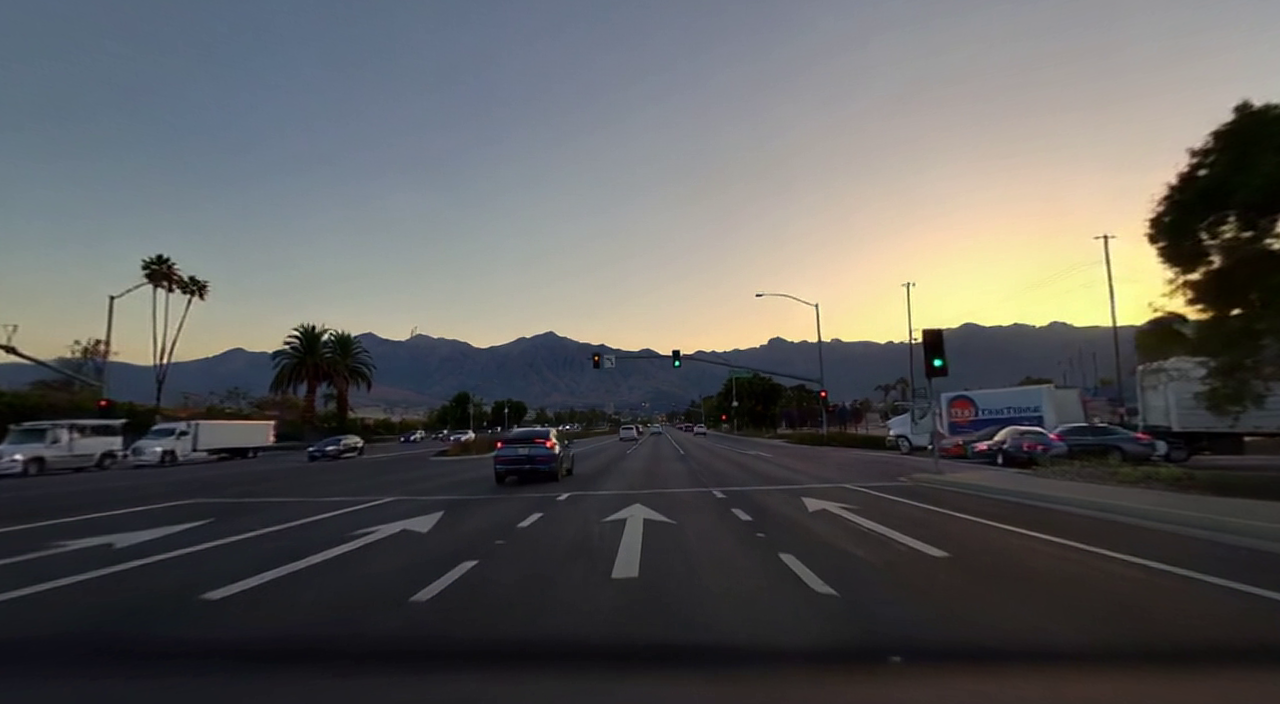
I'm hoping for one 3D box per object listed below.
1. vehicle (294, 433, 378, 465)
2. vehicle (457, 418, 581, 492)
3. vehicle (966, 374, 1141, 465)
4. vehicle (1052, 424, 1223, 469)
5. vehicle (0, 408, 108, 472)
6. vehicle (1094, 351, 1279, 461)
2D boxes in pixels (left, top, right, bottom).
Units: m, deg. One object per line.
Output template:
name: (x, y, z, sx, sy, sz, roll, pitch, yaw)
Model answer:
vehicle: (-15.715, 5.051, 32.772, 1.942, 1.542, 4.576, 0, -9, 2)
vehicle: (-3.061, 2.755, 17.063, 2.287, 1.712, 4.537, 0, -9, 2)
vehicle: (18.454, 3.114, 28.383, 5.512, 3.865, 3.002, 0, -9, 2)
vehicle: (19.208, 3.680, 24.414, 4.769, 1.638, 2.091, 0, -9, 2)
vehicle: (-40.087, 5.810, 41.606, 3.023, 3.885, 6.458, -2, -8, 16)
vehicle: (30.089, 2.463, 27.610, 16.628, 4.605, 3.321, 0, -8, 7)
